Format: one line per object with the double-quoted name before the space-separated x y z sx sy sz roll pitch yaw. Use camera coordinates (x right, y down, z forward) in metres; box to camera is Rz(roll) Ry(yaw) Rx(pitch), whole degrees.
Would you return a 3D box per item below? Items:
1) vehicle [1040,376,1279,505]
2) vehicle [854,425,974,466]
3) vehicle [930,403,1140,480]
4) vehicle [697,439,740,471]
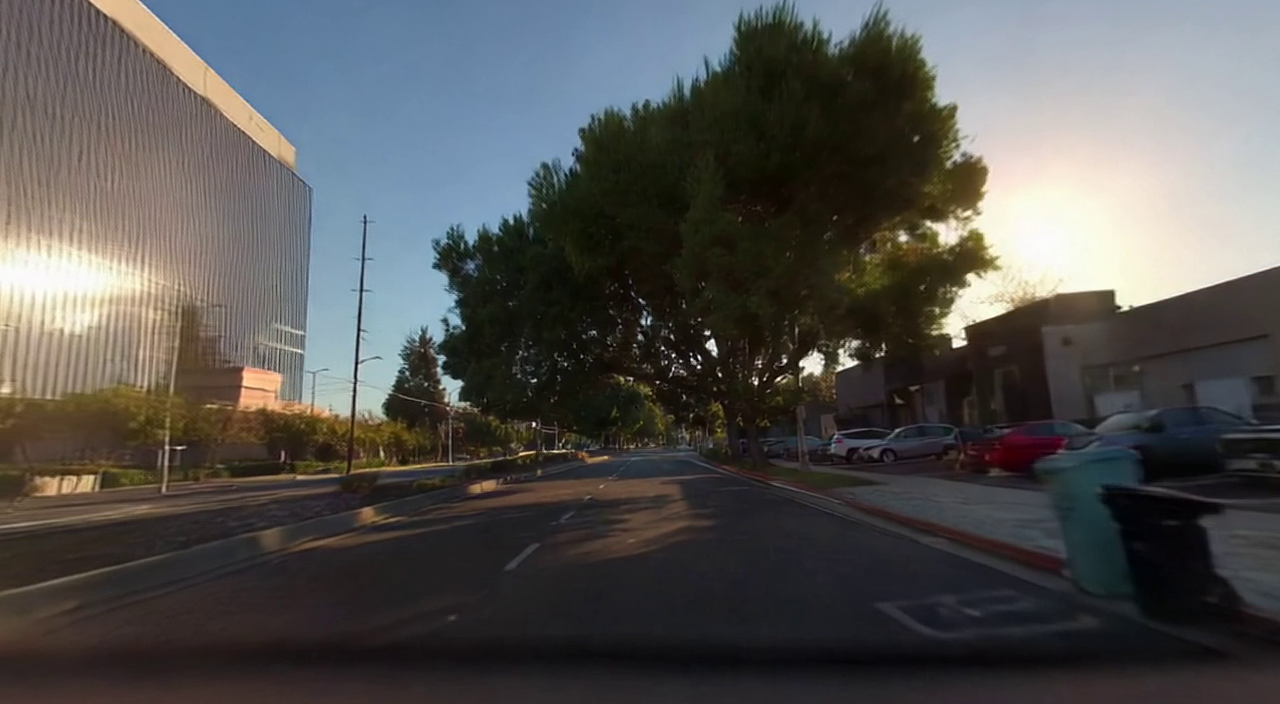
"vehicle" 11.960 1.773 13.371 5.330 1.917 2.001 -9 -9 0
"vehicle" 12.266 4.237 28.430 4.418 1.532 1.889 -3 -11 -2
"vehicle" 11.628 2.684 18.785 4.865 1.674 1.963 -5 -10 -4
"vehicle" 4.836 6.404 39.452 2.078 1.771 5.174 3 -8 1
